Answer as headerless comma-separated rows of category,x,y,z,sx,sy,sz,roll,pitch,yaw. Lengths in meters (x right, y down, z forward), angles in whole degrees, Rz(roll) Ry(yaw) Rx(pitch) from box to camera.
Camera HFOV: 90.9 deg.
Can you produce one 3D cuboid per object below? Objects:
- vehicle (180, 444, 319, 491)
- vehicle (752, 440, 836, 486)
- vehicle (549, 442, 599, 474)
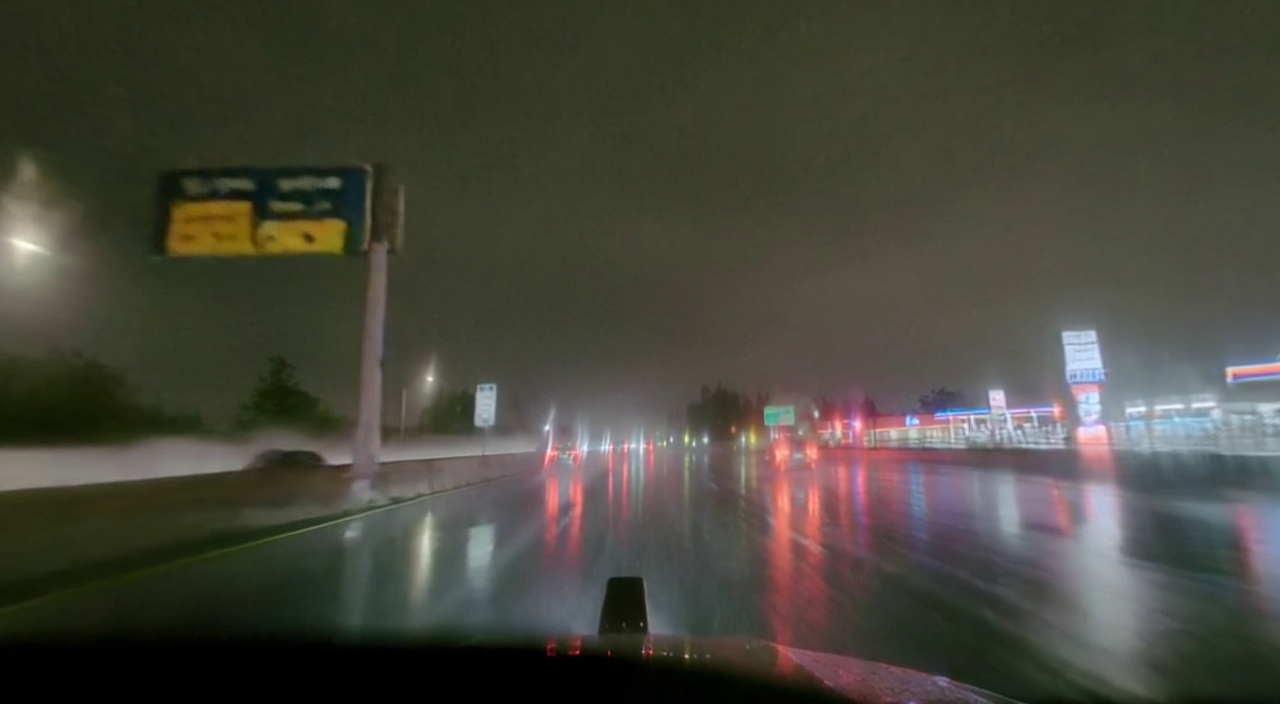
vehicle,-14.263,4.224,23.424,2.283,1.536,4.403,-1,-9,1
vehicle,5.464,3.993,23.090,1.909,1.467,4.940,-1,-9,1
vehicle,-3.301,5.416,32.387,2.114,1.510,4.186,-1,-9,1
